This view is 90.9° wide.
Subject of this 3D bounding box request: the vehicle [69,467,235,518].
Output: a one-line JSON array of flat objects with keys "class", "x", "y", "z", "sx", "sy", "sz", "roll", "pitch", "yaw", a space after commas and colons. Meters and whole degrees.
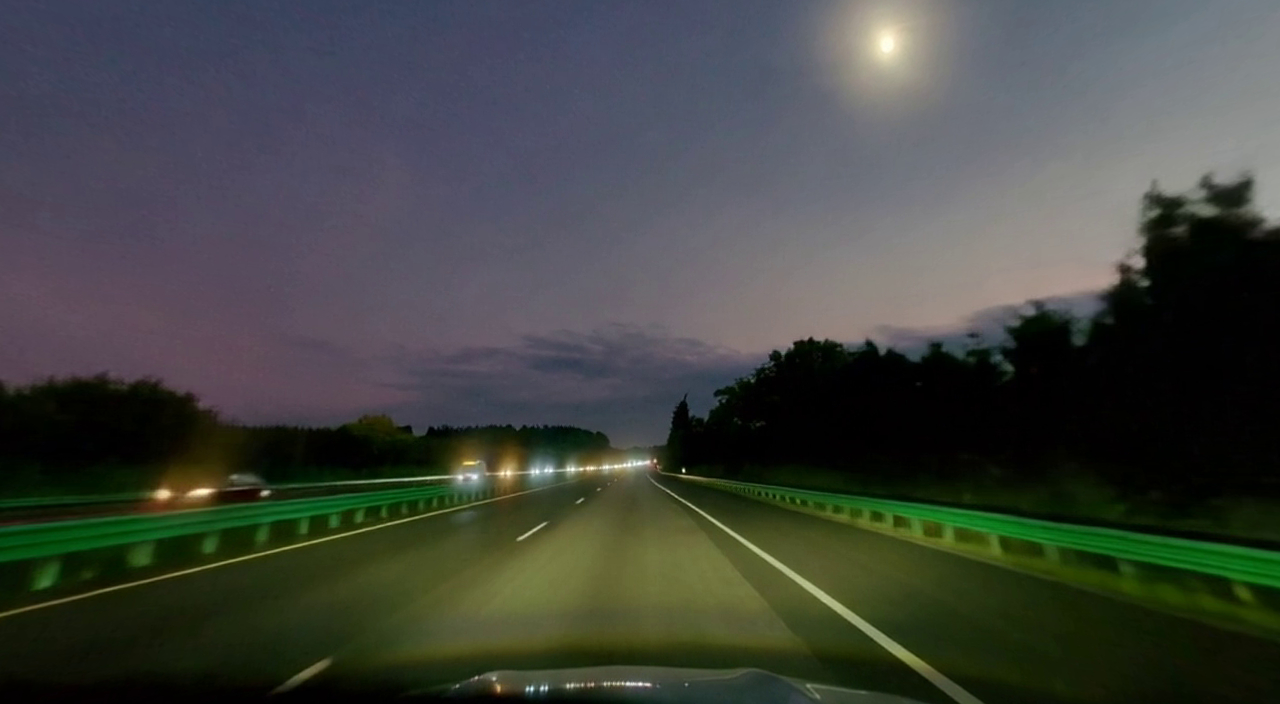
[{"class": "vehicle", "x": -16.026, "y": 4.603, "z": 21.067, "sx": 1.918, "sy": 1.458, "sz": 4.498, "roll": 1, "pitch": -11, "yaw": 0}]
